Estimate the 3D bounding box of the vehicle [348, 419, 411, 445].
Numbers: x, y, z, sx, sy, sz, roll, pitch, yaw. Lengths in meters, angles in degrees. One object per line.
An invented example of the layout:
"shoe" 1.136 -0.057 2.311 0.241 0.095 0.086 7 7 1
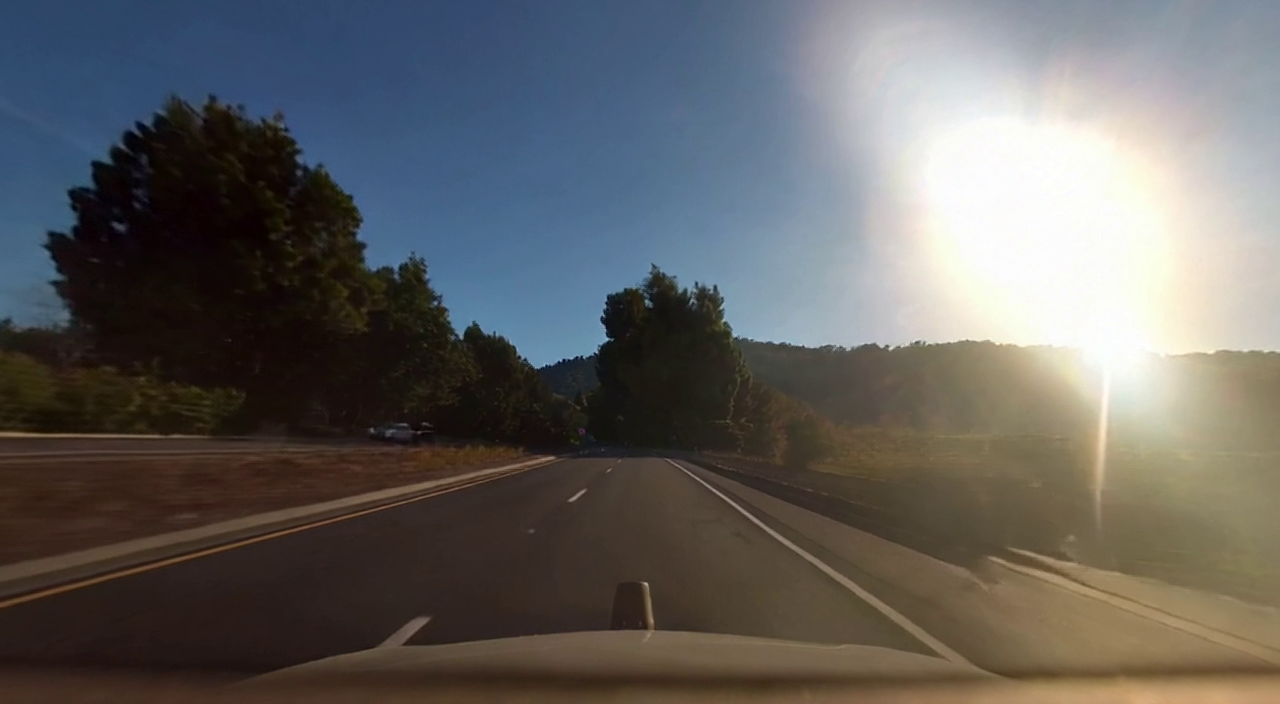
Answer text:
"vehicle" -18.204 5.696 44.164 2.039 1.677 5.323 0 -9 1
